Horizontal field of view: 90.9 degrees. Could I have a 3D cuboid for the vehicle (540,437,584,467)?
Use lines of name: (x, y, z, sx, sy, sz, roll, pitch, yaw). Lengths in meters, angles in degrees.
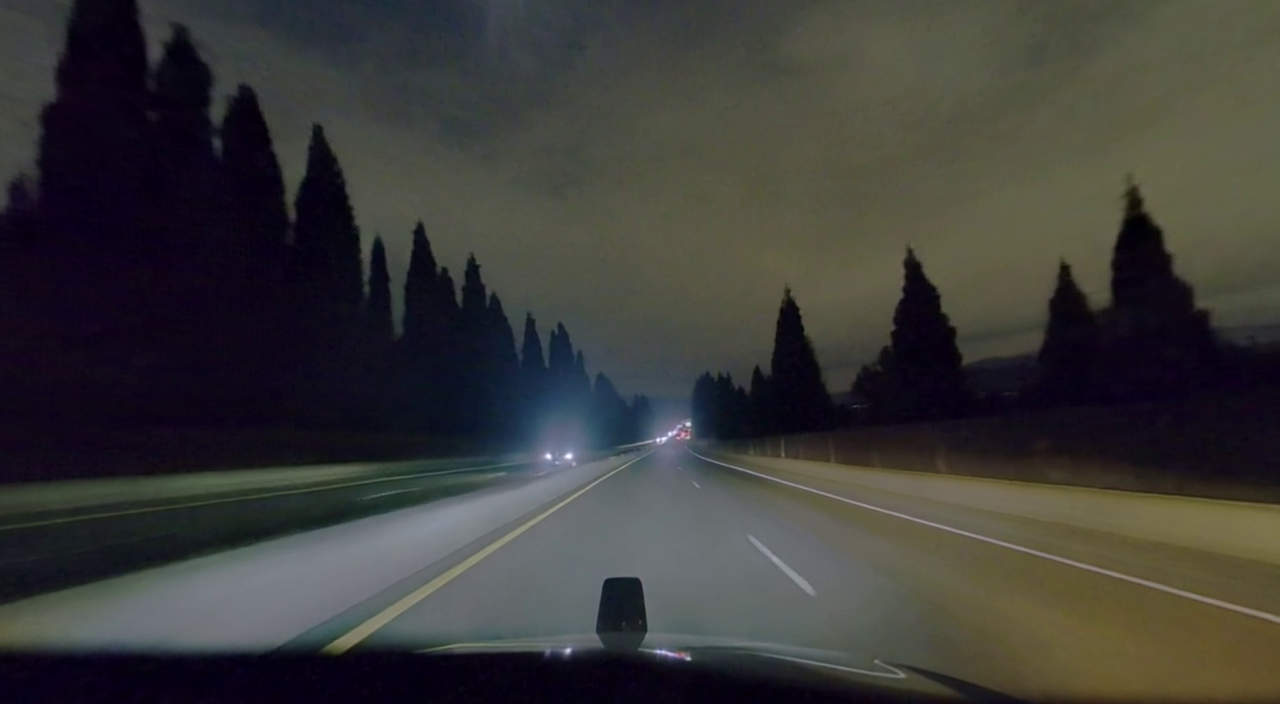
vehicle: (-5.313, 6.872, 43.453, 2.341, 1.910, 4.785, 0, -8, 1)
